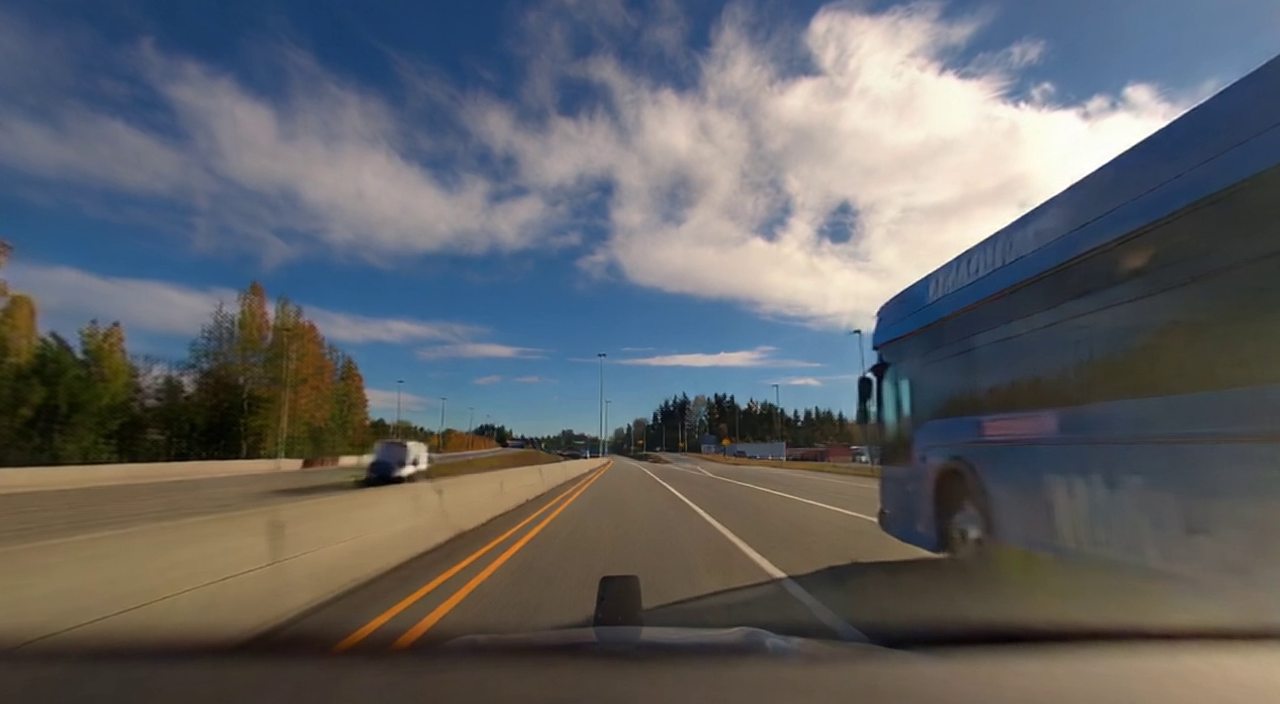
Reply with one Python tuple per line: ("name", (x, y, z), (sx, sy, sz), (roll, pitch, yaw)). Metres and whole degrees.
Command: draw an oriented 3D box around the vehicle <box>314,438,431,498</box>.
("vehicle", (-9.036, 3.942, 21.711), (2.033, 1.845, 4.537), (0, -9, 0))
